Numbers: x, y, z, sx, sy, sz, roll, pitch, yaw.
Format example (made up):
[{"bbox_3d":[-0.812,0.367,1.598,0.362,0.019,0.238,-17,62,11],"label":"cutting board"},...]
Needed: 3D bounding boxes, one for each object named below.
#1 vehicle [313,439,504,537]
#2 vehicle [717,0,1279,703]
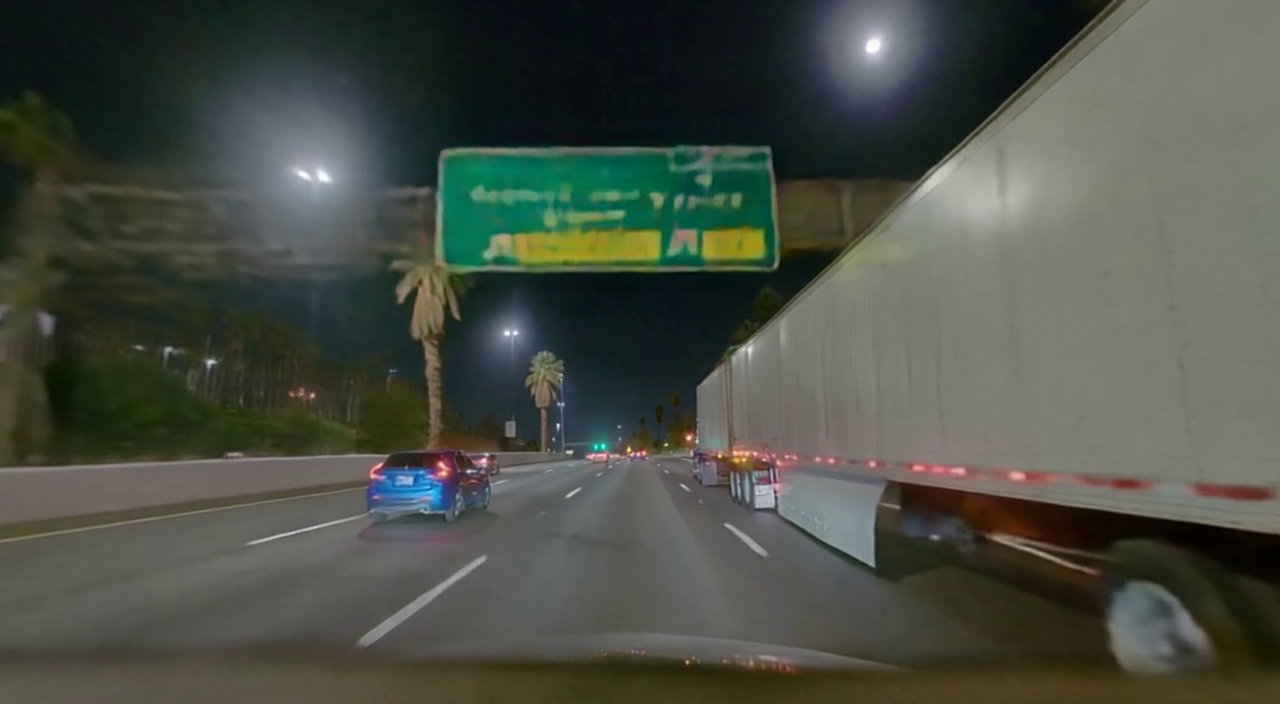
[{"bbox_3d":[-4.153,2.487,12.167,2.120,1.537,4.139,0,-9,0],"label":"vehicle"},{"bbox_3d":[3.587,0.468,8.109,2.891,4.123,16.415,0,-9,-1],"label":"vehicle"}]
